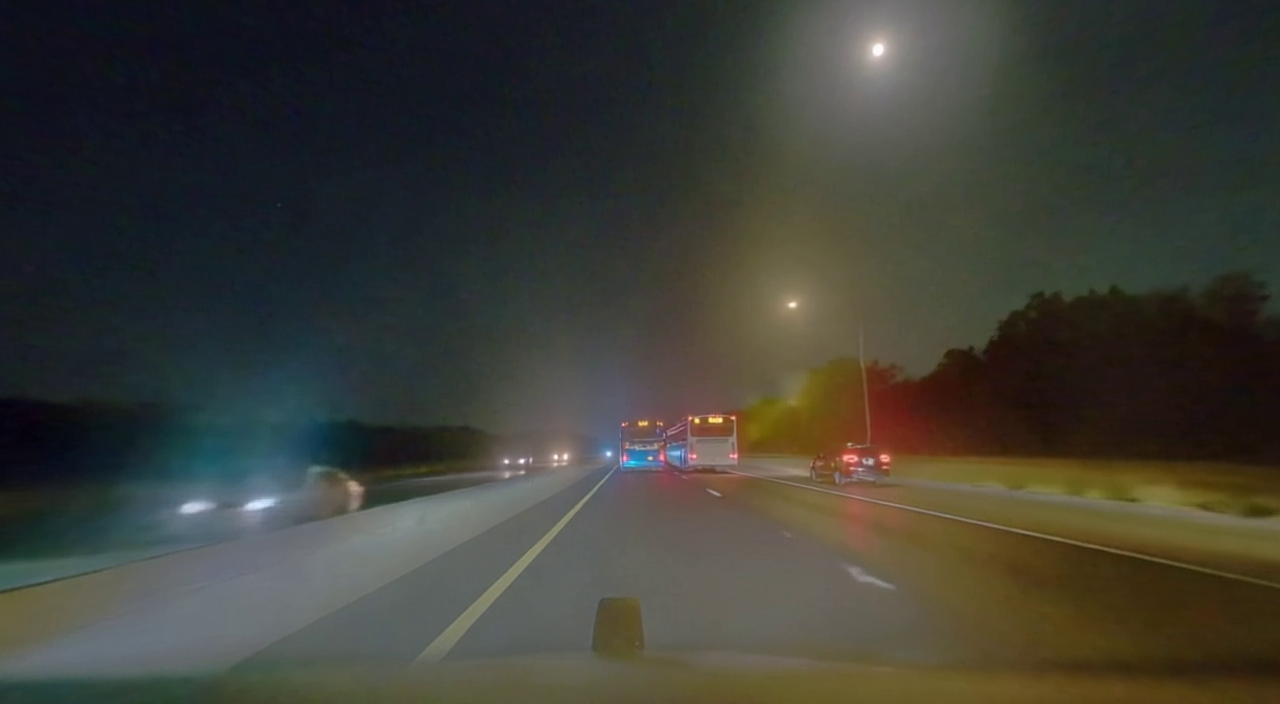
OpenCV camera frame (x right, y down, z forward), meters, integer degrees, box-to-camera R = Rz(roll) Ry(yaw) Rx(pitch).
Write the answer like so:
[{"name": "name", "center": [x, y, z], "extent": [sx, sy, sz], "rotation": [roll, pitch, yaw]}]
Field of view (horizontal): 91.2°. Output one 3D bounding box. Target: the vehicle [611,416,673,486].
[{"name": "vehicle", "center": [0.011, 4.301, 27.420], "extent": [2.414, 2.675, 5.574], "rotation": [-1, -9, -2]}]

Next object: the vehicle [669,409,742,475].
[{"name": "vehicle", "center": [4.020, 6.044, 41.827], "extent": [3.074, 3.668, 12.805], "rotation": [-1, -9, -2]}]

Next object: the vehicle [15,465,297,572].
[{"name": "vehicle", "center": [-8.763, 3.004, 12.020], "extent": [1.893, 1.482, 4.464], "rotation": [-1, -9, -1]}]
